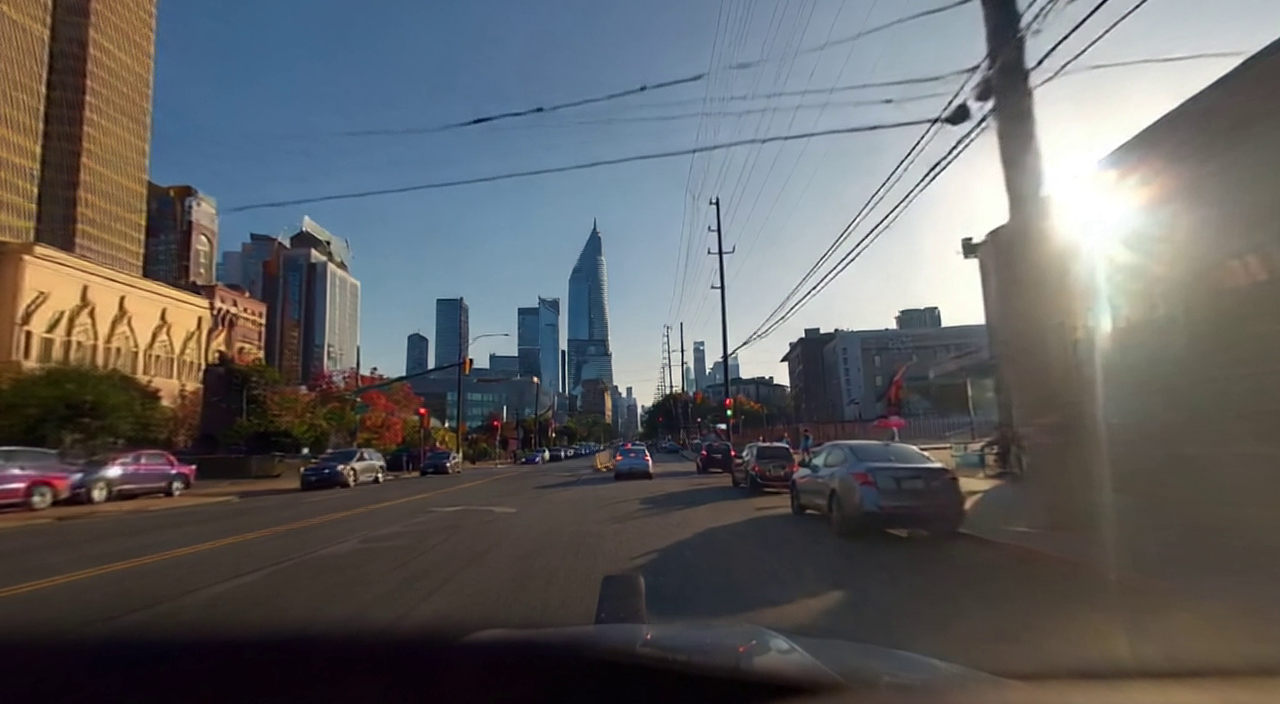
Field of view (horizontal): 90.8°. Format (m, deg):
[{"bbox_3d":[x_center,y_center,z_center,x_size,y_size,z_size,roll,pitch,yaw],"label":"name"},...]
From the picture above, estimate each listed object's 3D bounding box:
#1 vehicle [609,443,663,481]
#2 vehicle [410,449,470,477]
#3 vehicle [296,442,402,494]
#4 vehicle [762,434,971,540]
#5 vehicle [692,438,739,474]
[{"bbox_3d":[-0.186,4.485,26.100,2.049,1.453,4.299,0,-8,-1],"label":"vehicle"},{"bbox_3d":[-11.978,6.663,38.166,1.980,1.502,4.655,0,-8,2],"label":"vehicle"},{"bbox_3d":[-12.191,4.850,26.910,2.071,1.814,5.185,-5,-8,0],"label":"vehicle"},{"bbox_3d":[3.792,2.328,11.642,1.944,1.530,4.539,1,-8,-3],"label":"vehicle"},{"bbox_3d":[3.905,5.459,33.401,2.015,1.780,4.261,0,-8,1],"label":"vehicle"}]
